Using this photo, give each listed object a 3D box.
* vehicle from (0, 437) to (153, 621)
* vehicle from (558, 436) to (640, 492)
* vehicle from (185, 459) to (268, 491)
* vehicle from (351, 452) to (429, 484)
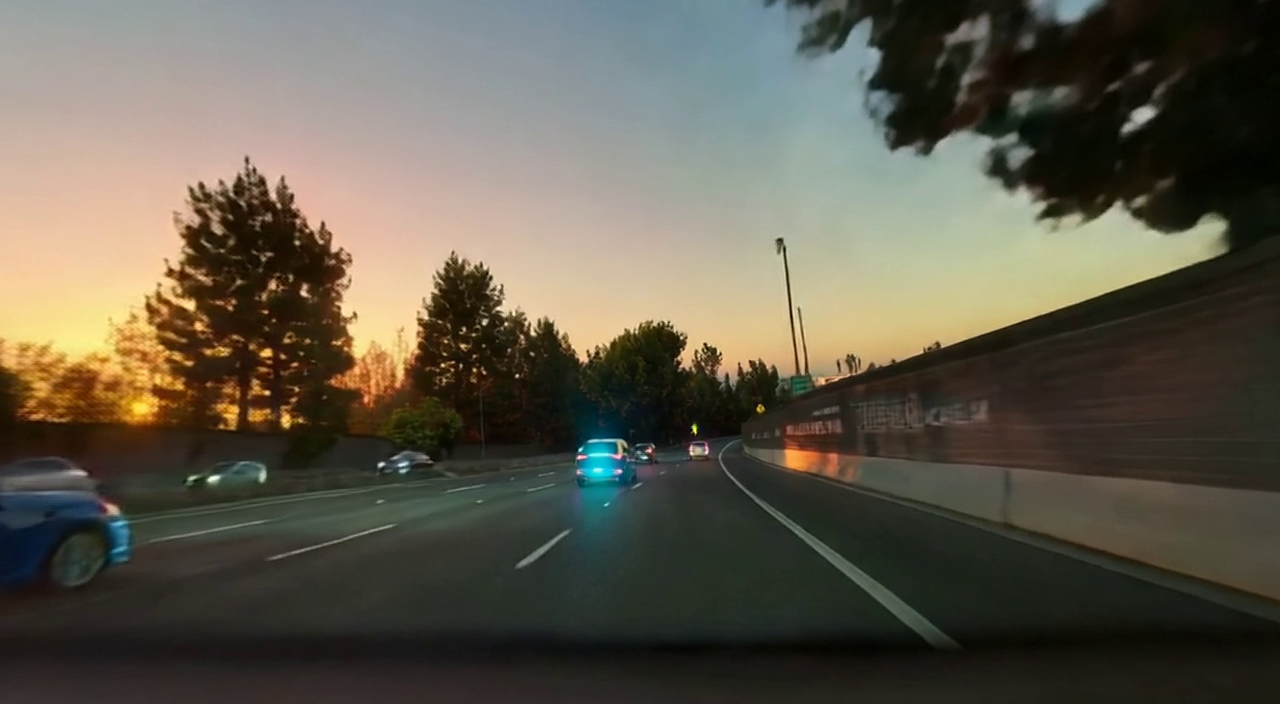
[{"bbox_3d":[-6.177,1.302,4.184,1.981,1.460,4.792,-1,-9,2],"label":"vehicle"},{"bbox_3d":[-1.263,3.742,21.453,2.082,1.638,4.644,-2,-9,5],"label":"vehicle"},{"bbox_3d":[-22.573,6.683,34.668,1.774,1.542,3.835,-1,-9,4],"label":"vehicle"},{"bbox_3d":[-12.579,5.848,32.082,1.832,1.437,4.523,-1,-9,4],"label":"vehicle"}]
